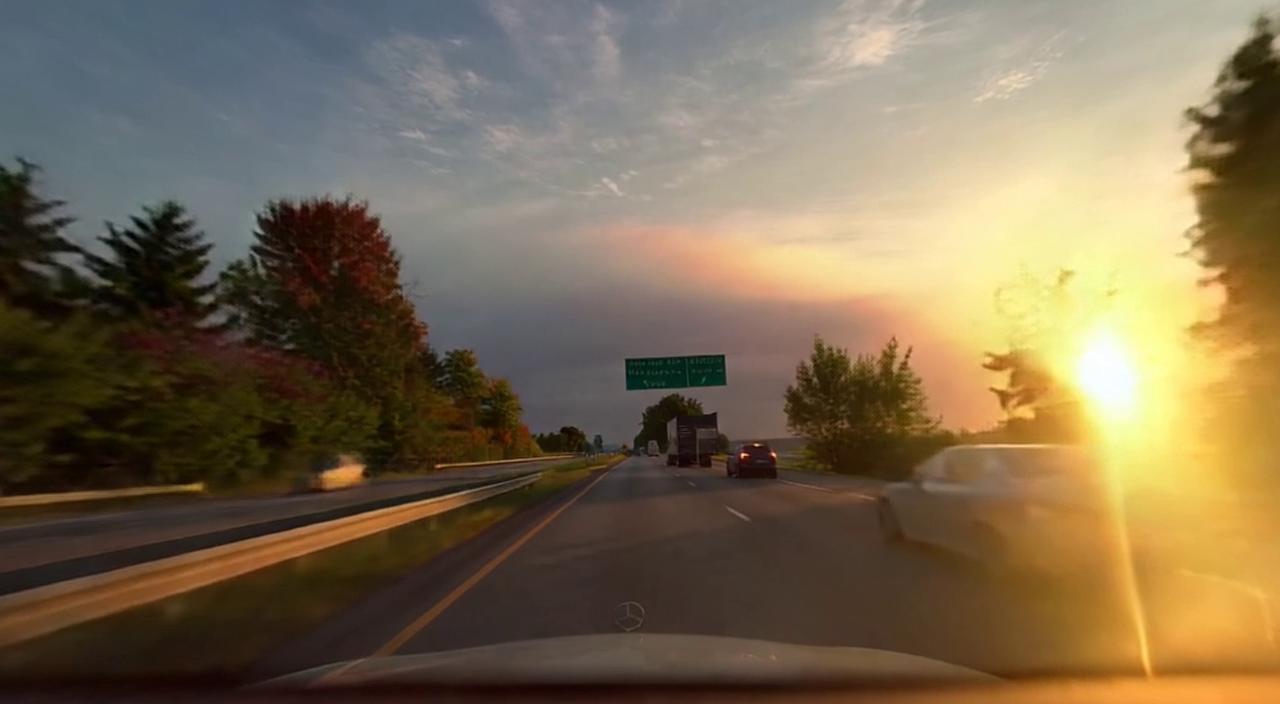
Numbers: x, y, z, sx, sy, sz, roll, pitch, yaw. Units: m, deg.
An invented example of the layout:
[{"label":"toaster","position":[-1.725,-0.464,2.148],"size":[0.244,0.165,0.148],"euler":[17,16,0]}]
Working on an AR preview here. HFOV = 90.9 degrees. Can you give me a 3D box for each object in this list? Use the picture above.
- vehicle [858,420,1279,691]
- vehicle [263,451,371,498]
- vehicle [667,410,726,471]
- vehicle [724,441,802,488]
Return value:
[{"label":"vehicle","position":[3.981,1.509,6.016],"size":[2.031,1.491,4.883],"euler":[0,-9,0]},{"label":"vehicle","position":[-12.800,4.829,25.311],"size":[1.948,1.685,4.434],"euler":[0,-9,0]},{"label":"vehicle","position":[4.118,7.121,49.885],"size":[3.231,4.102,14.393],"euler":[0,-9,0]},{"label":"vehicle","position":[4.742,4.422,25.081],"size":[2.118,1.688,4.715],"euler":[0,-9,-1]}]
